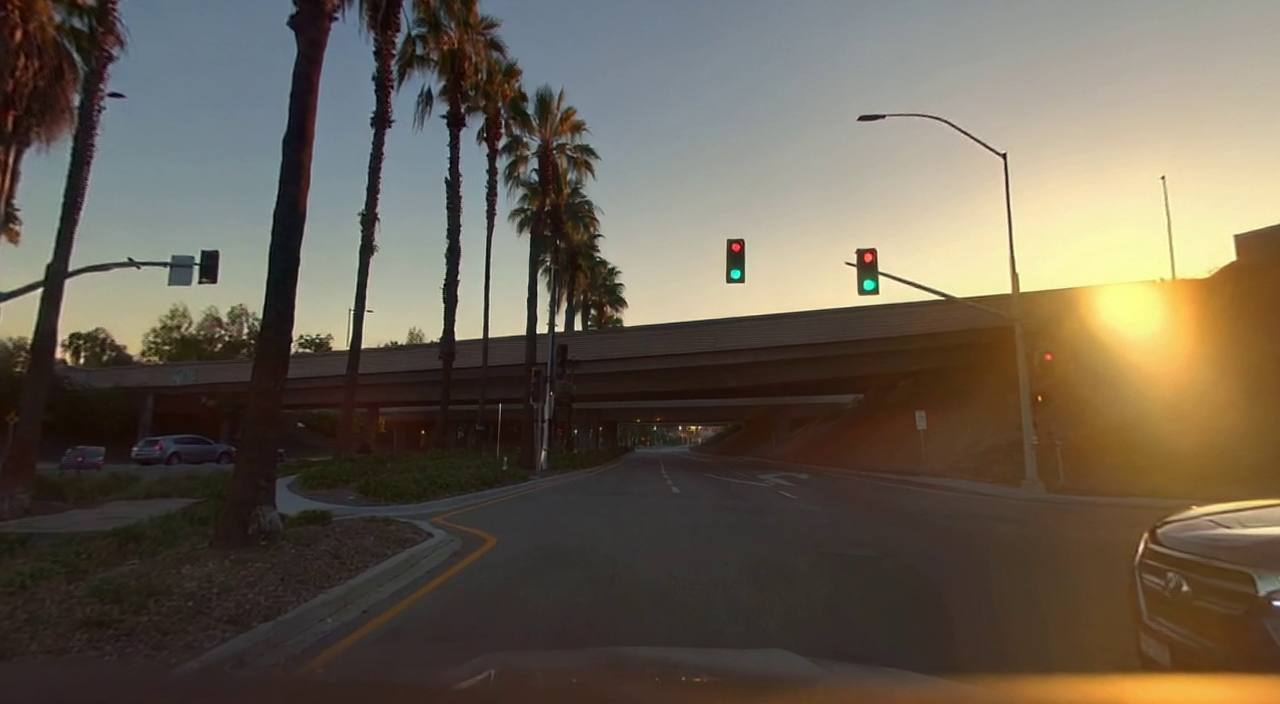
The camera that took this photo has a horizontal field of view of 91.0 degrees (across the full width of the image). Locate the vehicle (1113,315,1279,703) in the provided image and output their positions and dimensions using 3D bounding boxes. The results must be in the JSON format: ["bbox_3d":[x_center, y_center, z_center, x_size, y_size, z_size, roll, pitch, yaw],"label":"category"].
[{"bbox_3d":[3.445,0.508,0.774,2.028,1.770,4.737,0,-9,0],"label":"vehicle"}]

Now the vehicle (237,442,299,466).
[{"bbox_3d":[-26.287,7.193,44.613,1.941,1.631,4.017,0,-9,0],"label":"vehicle"}]

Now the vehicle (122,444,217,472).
[{"bbox_3d":[-26.573,5.983,35.768,1.830,1.443,4.551,0,-9,1],"label":"vehicle"}]
